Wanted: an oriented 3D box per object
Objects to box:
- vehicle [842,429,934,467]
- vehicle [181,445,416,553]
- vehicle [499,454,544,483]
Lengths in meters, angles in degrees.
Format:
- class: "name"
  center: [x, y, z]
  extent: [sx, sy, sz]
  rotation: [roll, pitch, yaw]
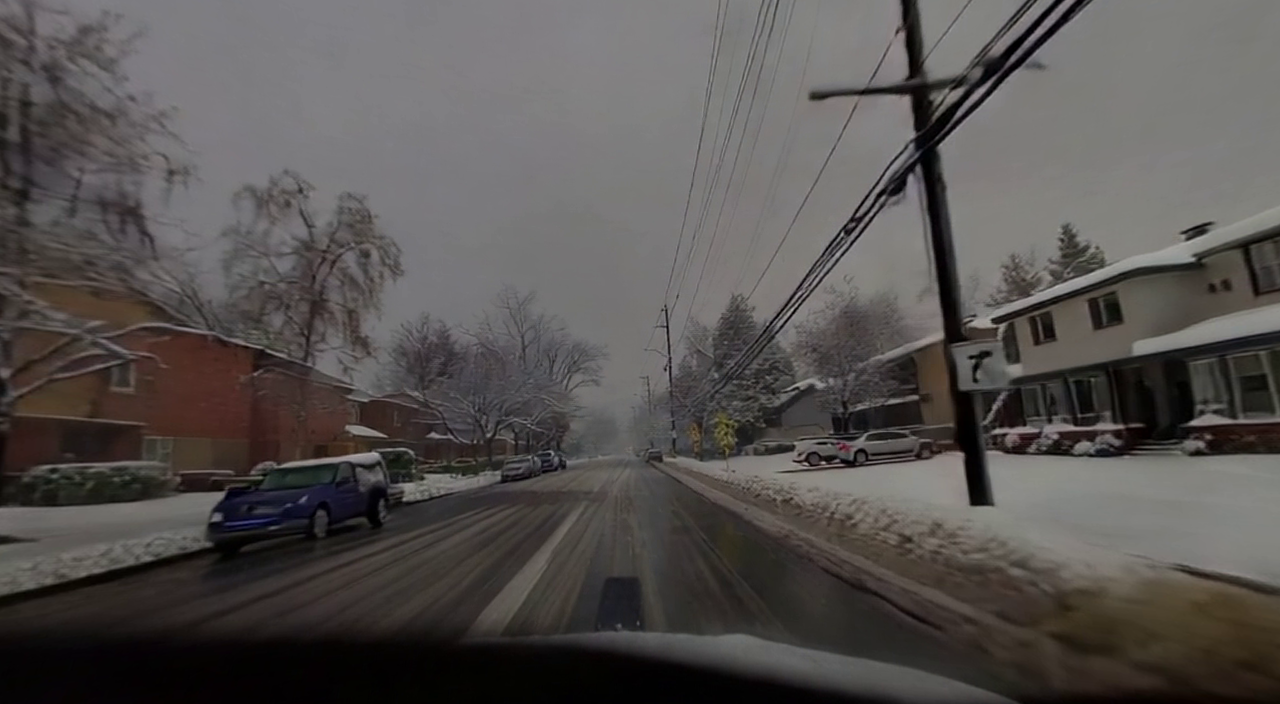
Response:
- class: "vehicle"
  center: [13.258, 5.146, 33.839]
  extent: [4.145, 1.767, 1.880]
  rotation: [-9, -10, 29]
- class: "vehicle"
  center: [-6.801, 2.933, 13.498]
  extent: [2.162, 1.757, 5.201]
  rotation: [-2, -9, -1]
- class: "vehicle"
  center: [-7.193, 7.078, 38.764]
  extent: [2.041, 1.587, 3.920]
  rotation: [-2, -9, 0]
